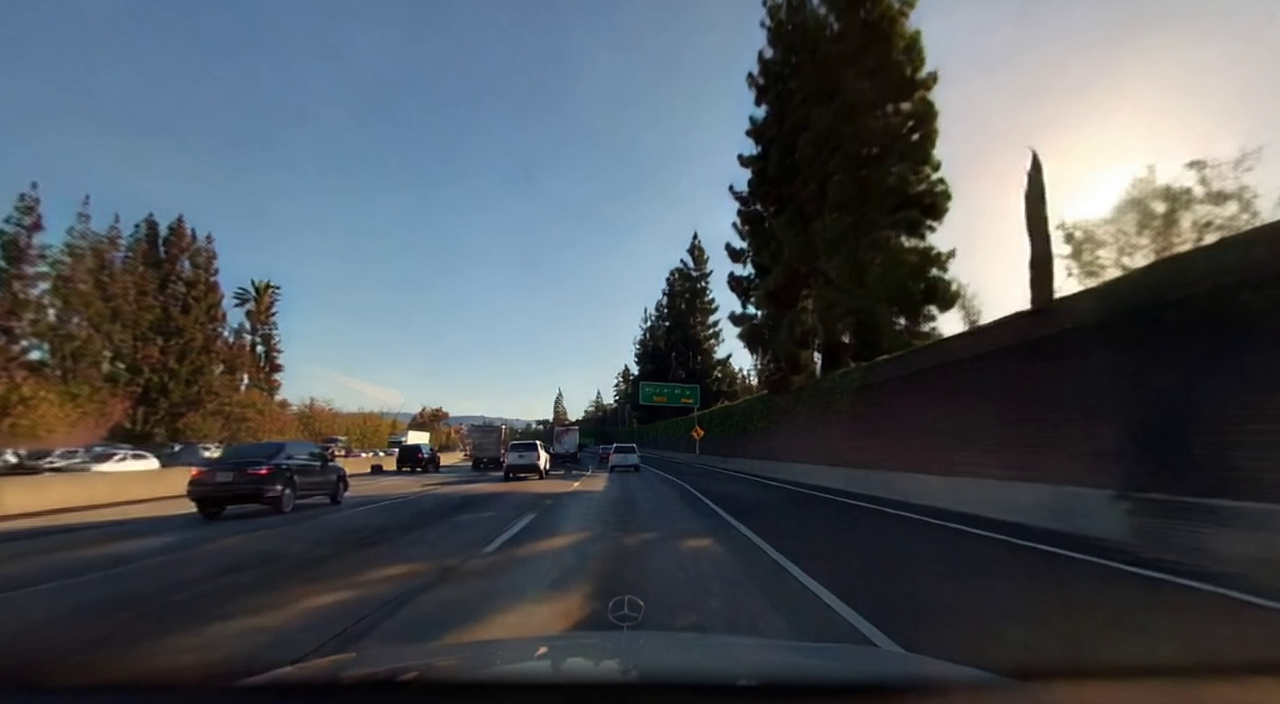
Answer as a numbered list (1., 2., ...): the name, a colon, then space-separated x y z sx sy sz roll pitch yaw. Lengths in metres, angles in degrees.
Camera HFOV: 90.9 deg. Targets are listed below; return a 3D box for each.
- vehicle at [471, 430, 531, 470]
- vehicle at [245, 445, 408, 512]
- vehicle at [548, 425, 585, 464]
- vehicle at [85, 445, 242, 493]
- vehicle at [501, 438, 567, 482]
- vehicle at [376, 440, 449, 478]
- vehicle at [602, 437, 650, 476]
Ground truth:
1. vehicle: -8.982 6.396 41.381 2.773 2.402 6.232 0 -8 -3
2. vehicle: -7.764 3.125 16.217 1.896 1.465 4.399 0 -8 0
3. vehicle: -5.343 6.856 46.646 2.279 2.672 5.256 0 -8 -2
4. vehicle: -16.129 3.943 21.734 1.932 1.448 4.507 0 -8 -1
5. vehicle: -4.209 4.370 25.784 2.005 1.631 4.295 0 -8 -1
6. vehicle: -11.861 5.580 33.247 2.079 1.807 5.187 0 -8 -2
7. vehicle: -0.670 4.838 29.373 2.092 1.671 3.772 0 -8 -2
